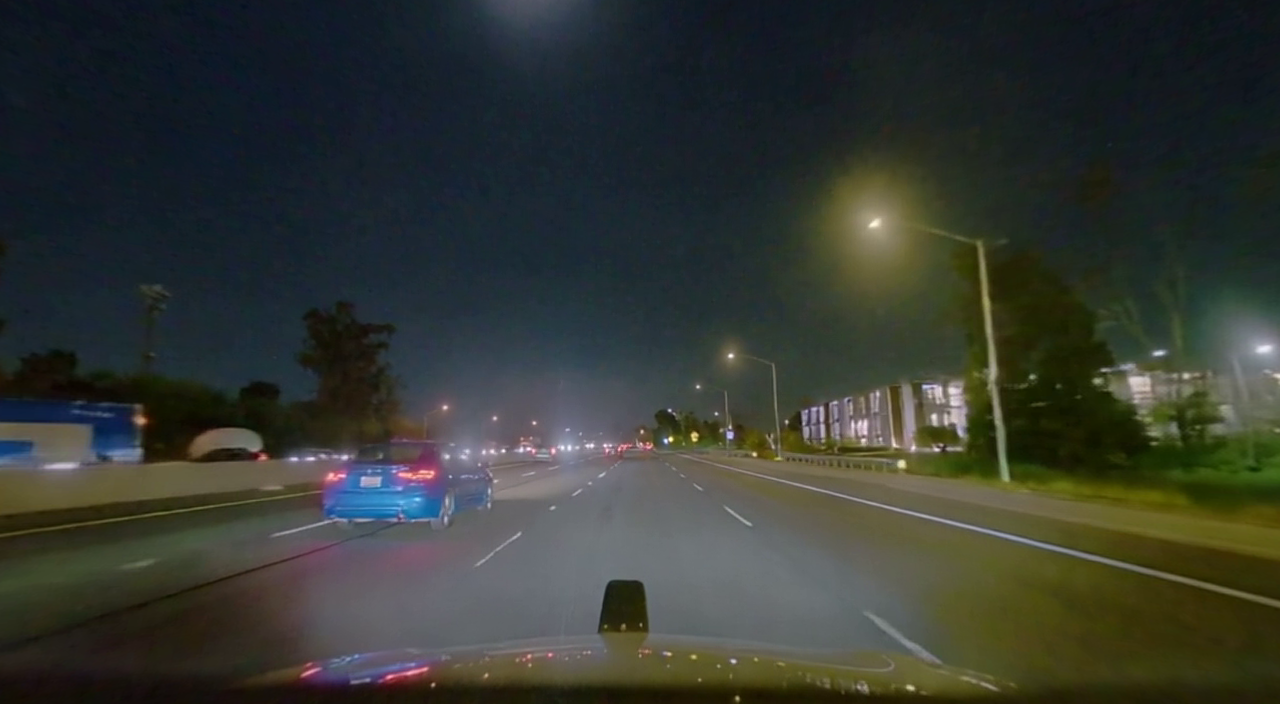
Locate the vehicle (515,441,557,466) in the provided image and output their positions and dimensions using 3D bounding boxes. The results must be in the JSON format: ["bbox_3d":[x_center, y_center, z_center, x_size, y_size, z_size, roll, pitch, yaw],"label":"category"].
[{"bbox_3d":[-7.234,7.105,44.209,2.118,1.675,4.395,0,-9,1],"label":"vehicle"}]

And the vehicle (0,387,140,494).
[{"bbox_3d":[-24.755,3.385,23.982,2.925,3.853,10.259,0,-9,0],"label":"vehicle"}]

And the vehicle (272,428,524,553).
[{"bbox_3d":[-3.536,2.132,10.526,2.144,1.565,4.951,-1,-9,1],"label":"vehicle"}]

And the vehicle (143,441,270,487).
[{"bbox_3d":[-17.140,4.431,25.253,1.924,1.626,4.359,0,-9,1],"label":"vehicle"}]
